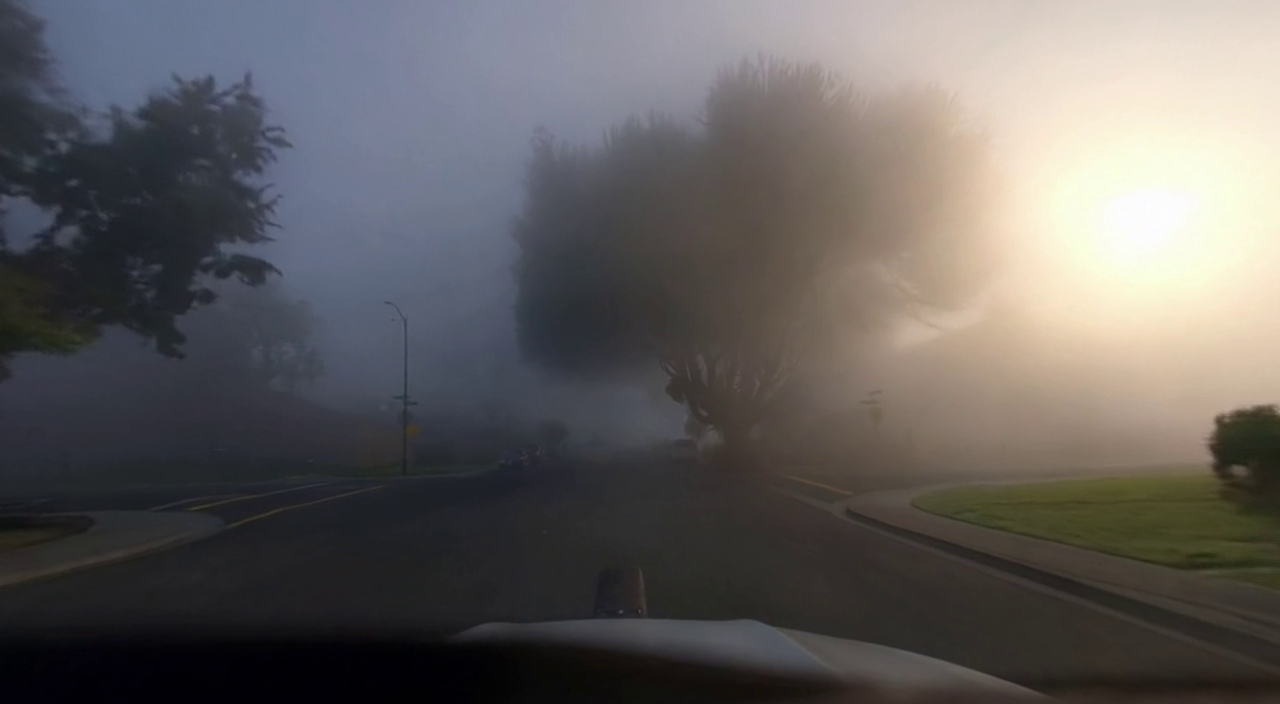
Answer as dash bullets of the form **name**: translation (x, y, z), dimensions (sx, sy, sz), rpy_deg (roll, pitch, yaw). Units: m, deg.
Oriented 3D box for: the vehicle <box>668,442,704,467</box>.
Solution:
- **vehicle**: translation (2.925, 6.612, 40.987), dimensions (1.881, 1.487, 4.183), rpy_deg (0, -8, -3)
